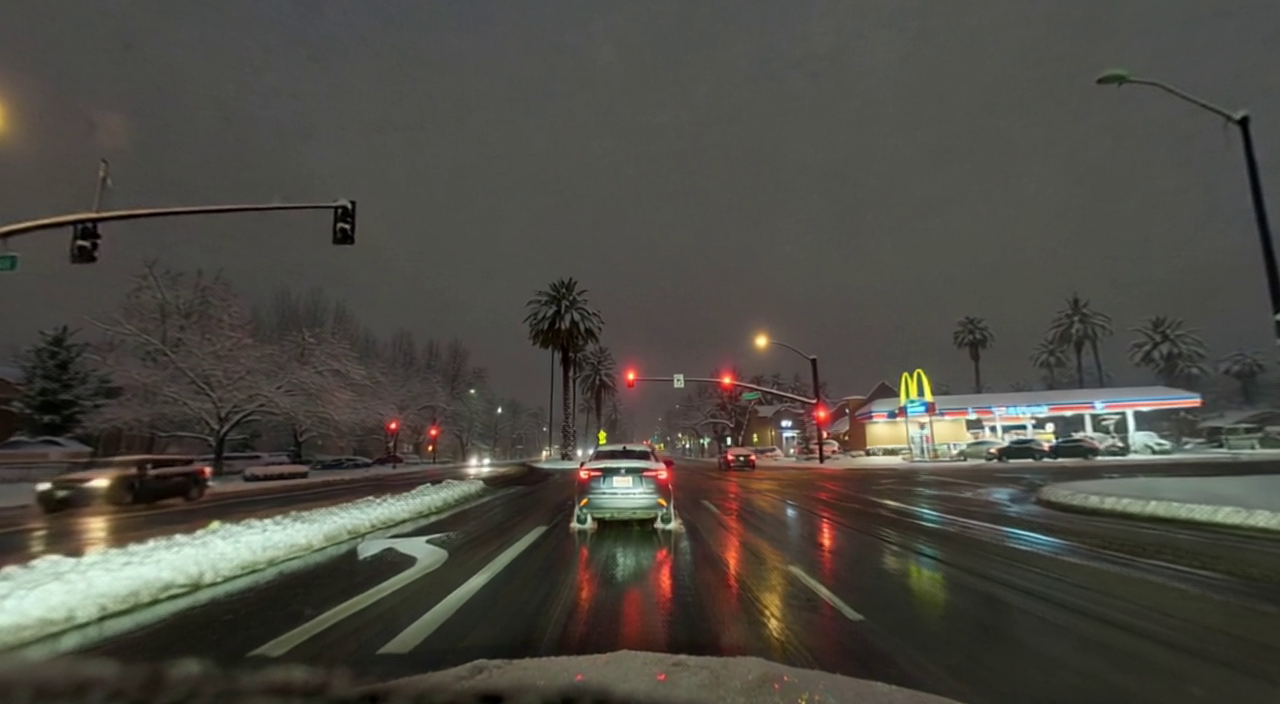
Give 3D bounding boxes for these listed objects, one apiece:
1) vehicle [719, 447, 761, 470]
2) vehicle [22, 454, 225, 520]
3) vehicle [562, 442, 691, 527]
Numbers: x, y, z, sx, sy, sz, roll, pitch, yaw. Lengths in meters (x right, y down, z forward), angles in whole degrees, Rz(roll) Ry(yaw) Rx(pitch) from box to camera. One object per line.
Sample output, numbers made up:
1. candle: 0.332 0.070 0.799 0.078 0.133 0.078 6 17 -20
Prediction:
1. vehicle: 6.696 7.164 42.763 2.017 1.491 4.420 0 -8 -1
2. vehicle: -15.176 3.943 19.031 2.120 1.629 4.686 0 -8 0
3. vehicle: -0.241 2.674 13.475 2.270 1.475 4.571 0 -8 0
